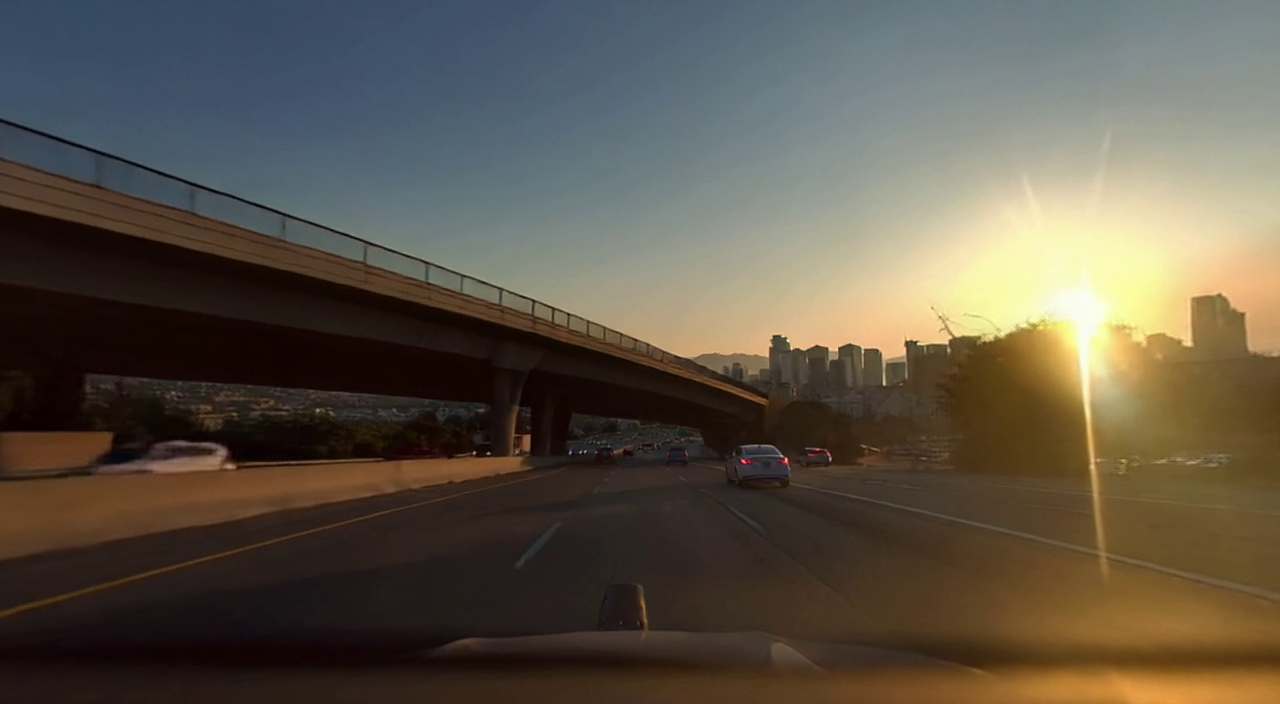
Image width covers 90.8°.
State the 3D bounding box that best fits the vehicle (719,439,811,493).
[{"bbox_3d":[3.812,3.549,20.000,1.961,1.504,4.094,0,-8,-1],"label":"vehicle"}]

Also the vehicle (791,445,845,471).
[{"bbox_3d":[11.045,6.583,39.427,2.019,1.529,4.385,0,-8,-1],"label":"vehicle"}]
